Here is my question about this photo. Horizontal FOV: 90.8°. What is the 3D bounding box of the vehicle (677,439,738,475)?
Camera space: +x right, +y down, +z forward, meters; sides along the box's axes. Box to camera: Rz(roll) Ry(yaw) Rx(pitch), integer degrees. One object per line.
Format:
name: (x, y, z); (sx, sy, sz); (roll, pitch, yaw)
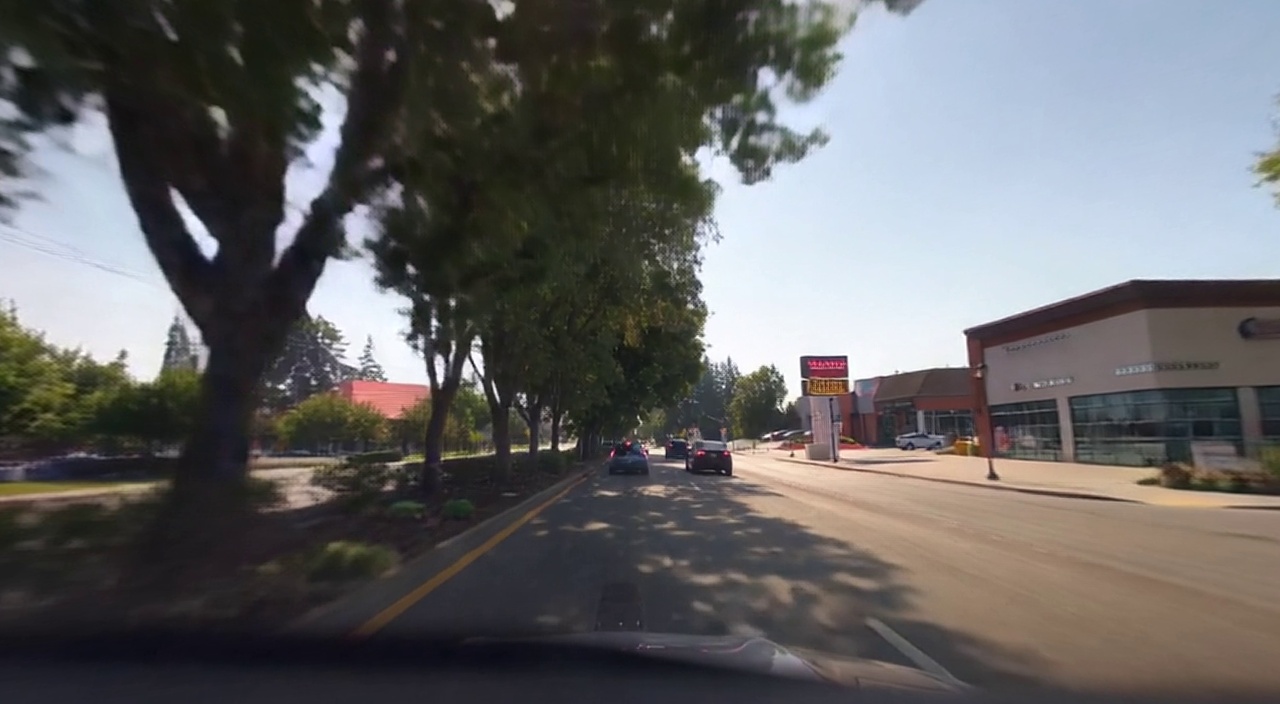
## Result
vehicle: (2.934, 4.676, 28.544); (2.057, 1.491, 4.675); (0, -8, -2)

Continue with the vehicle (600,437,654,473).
vehicle: (-0.583, 4.589, 28.397); (2.242, 1.474, 4.127); (0, -8, -2)

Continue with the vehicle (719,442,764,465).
vehicle: (6.529, 6.549, 41.011); (2.068, 1.393, 3.874); (0, -8, -3)
